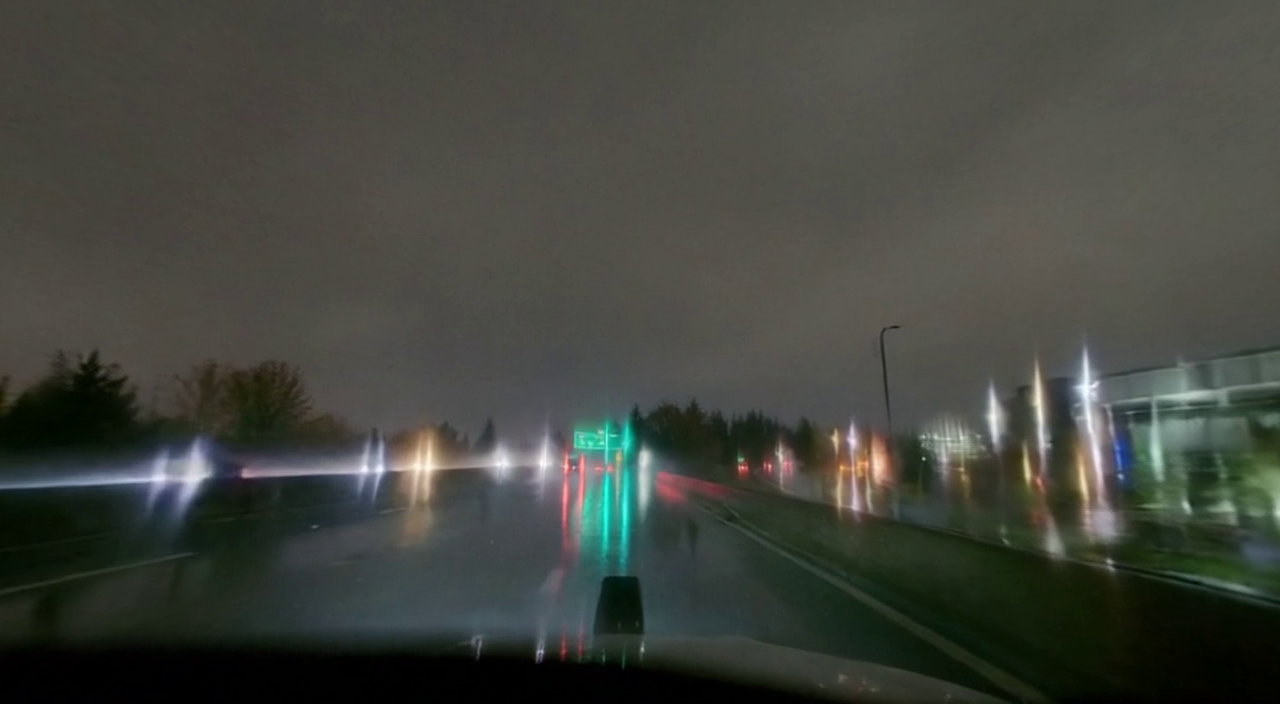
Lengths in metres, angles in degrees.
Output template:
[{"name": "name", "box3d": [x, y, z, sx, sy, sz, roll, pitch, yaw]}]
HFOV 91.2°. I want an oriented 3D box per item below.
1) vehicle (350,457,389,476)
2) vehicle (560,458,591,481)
[{"name": "vehicle", "box3d": [-21.129, 8.945, 49.080, 1.748, 1.391, 3.284, 2, -8, -5]}, {"name": "vehicle", "box3d": [-4.944, 9.033, 48.338, 2.248, 1.619, 3.848, 0, -9, -4]}]
